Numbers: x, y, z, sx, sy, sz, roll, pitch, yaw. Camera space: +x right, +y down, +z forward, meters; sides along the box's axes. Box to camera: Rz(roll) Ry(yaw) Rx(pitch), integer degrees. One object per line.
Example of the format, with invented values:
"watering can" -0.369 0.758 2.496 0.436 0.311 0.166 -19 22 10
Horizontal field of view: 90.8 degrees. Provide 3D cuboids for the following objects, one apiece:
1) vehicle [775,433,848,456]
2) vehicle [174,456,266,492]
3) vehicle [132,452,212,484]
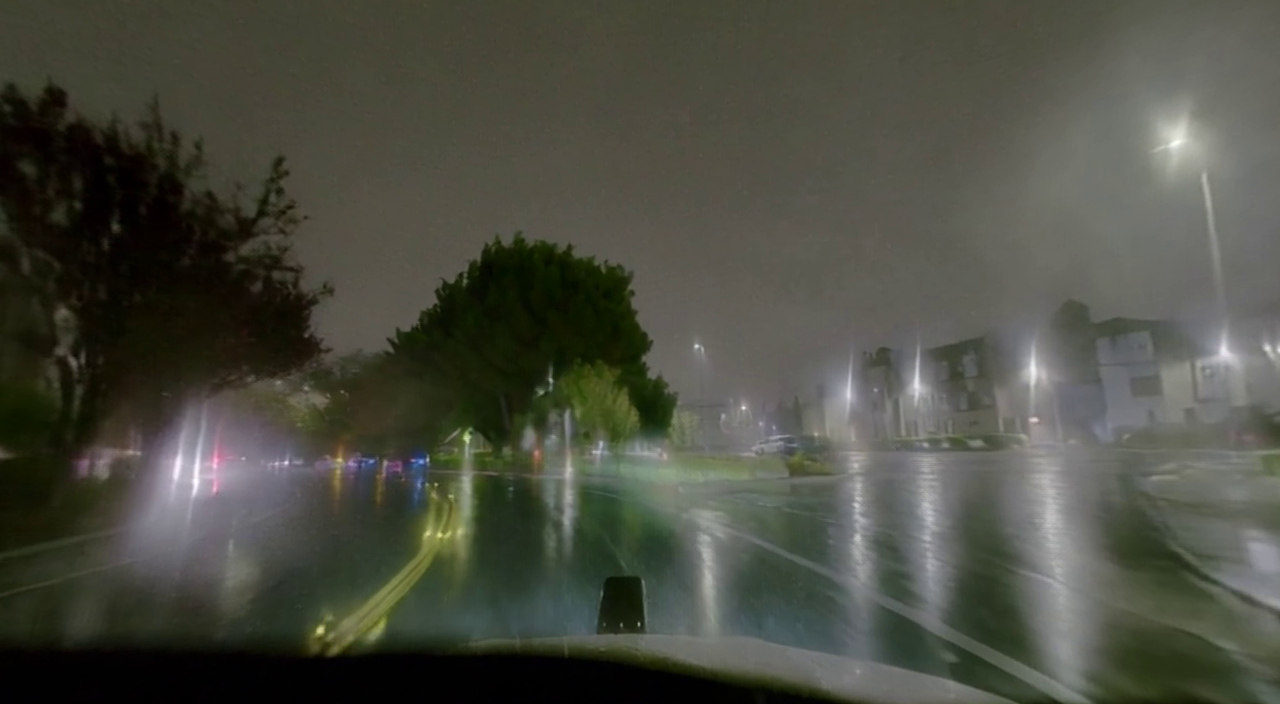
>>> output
"vehicle" 11.233 6.117 41.603 4.462 1.474 1.765 -2 -9 9
"vehicle" -20.766 5.884 31.031 2.772 1.161 7.241 3 -8 -41
"vehicle" -28.098 6.891 37.884 4.946 1.537 2.206 -4 -7 34
